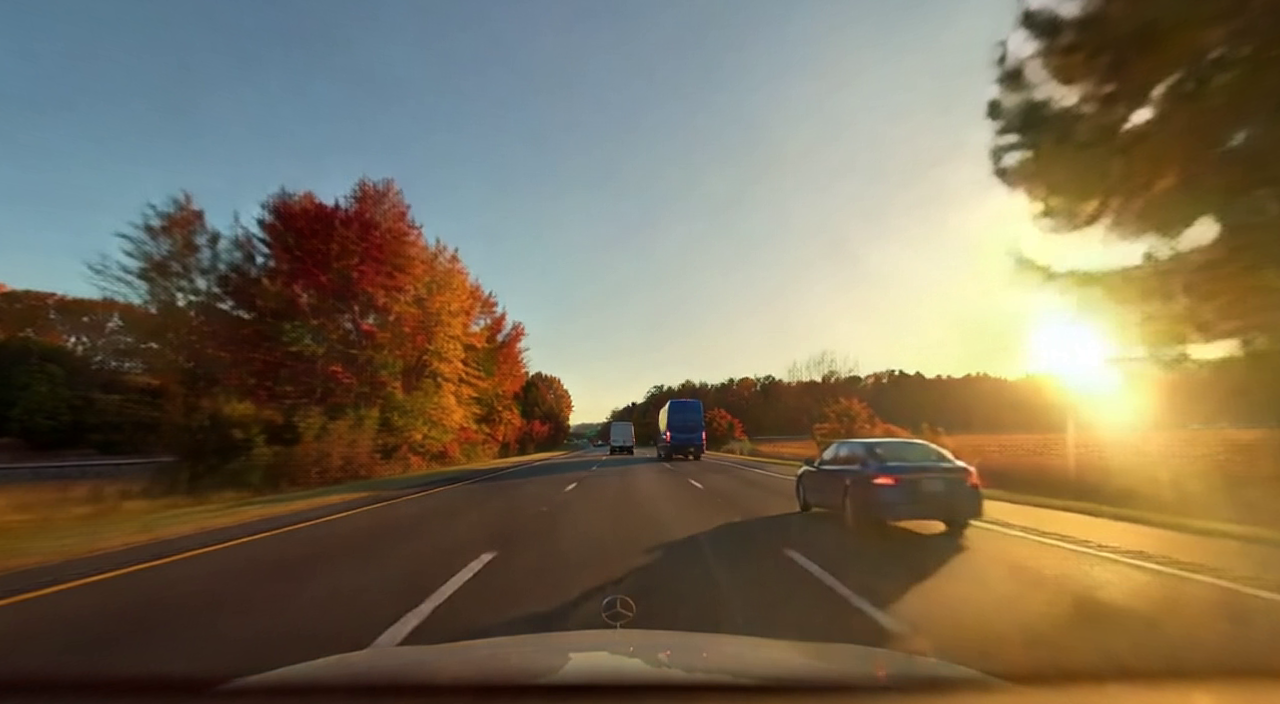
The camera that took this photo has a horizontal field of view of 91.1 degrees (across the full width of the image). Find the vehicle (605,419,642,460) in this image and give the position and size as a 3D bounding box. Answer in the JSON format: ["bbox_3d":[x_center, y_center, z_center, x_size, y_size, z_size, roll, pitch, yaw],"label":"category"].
[{"bbox_3d":[-1.089,6.029,43.378,2.389,2.637,5.437,0,-8,-1],"label":"vehicle"}]

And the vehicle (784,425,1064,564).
[{"bbox_3d":[3.629,1.867,9.145,1.962,1.508,4.363,0,-8,-1],"label":"vehicle"}]

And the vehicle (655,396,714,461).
[{"bbox_3d":[2.981,5.760,46.606,3.128,4.087,13.351,0,-8,-1],"label":"vehicle"}]
